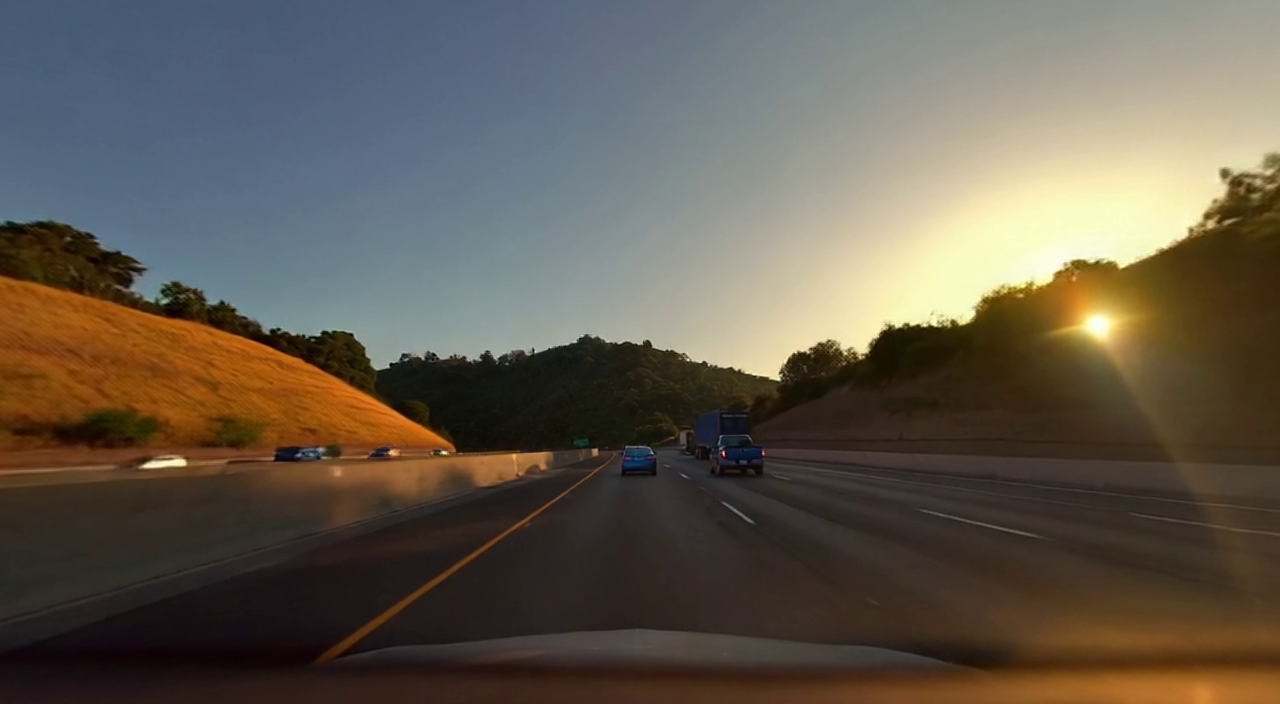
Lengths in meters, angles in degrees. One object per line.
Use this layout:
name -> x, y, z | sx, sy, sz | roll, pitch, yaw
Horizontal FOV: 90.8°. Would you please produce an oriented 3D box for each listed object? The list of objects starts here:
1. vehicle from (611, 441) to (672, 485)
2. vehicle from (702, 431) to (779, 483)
vehicle -> 0.013, 4.088, 23.607 | 2.083, 1.477, 3.965 | 0, -9, -1
vehicle -> 3.742, 4.029, 24.405 | 2.098, 1.794, 4.561 | 0, -9, -2
